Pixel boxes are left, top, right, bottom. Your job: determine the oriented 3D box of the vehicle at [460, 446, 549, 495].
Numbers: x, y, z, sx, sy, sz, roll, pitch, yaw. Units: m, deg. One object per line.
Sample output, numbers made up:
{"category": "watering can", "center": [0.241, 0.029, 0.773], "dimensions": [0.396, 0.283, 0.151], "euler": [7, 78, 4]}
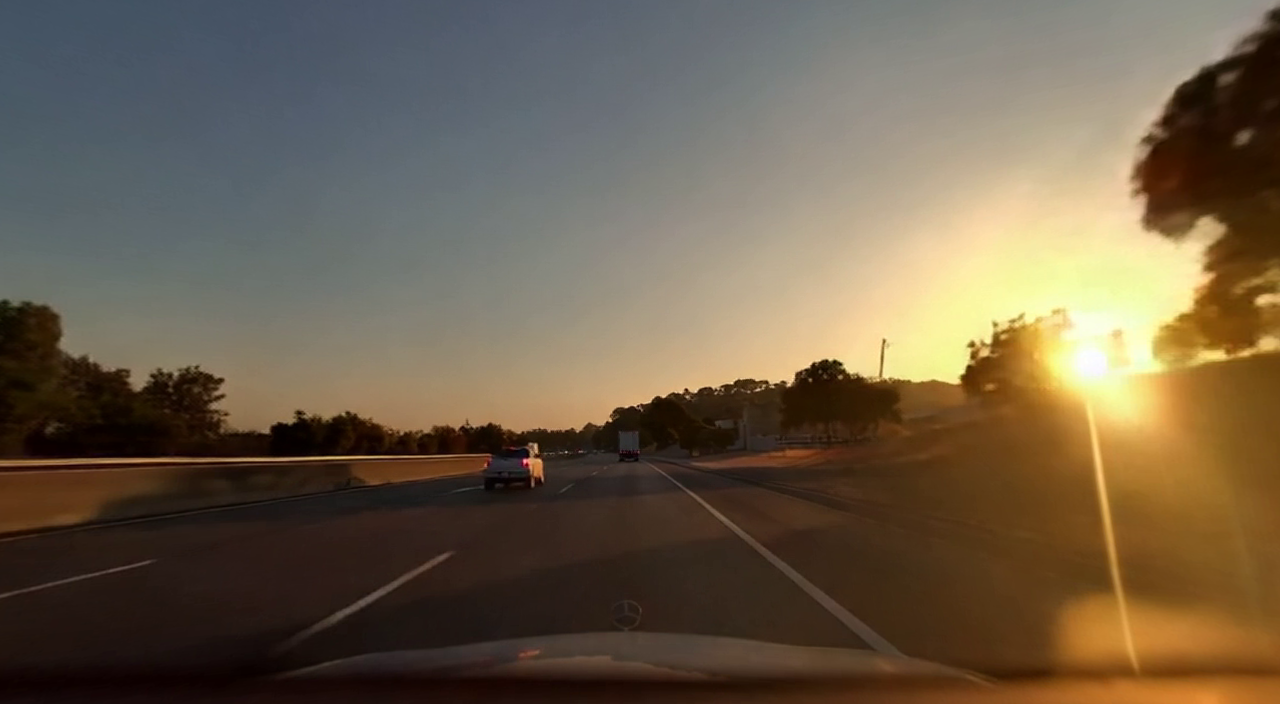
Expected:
{"category": "vehicle", "center": [-4.753, 4.226, 22.985], "dimensions": [2.108, 1.573, 5.000], "euler": [0, -9, 0]}
